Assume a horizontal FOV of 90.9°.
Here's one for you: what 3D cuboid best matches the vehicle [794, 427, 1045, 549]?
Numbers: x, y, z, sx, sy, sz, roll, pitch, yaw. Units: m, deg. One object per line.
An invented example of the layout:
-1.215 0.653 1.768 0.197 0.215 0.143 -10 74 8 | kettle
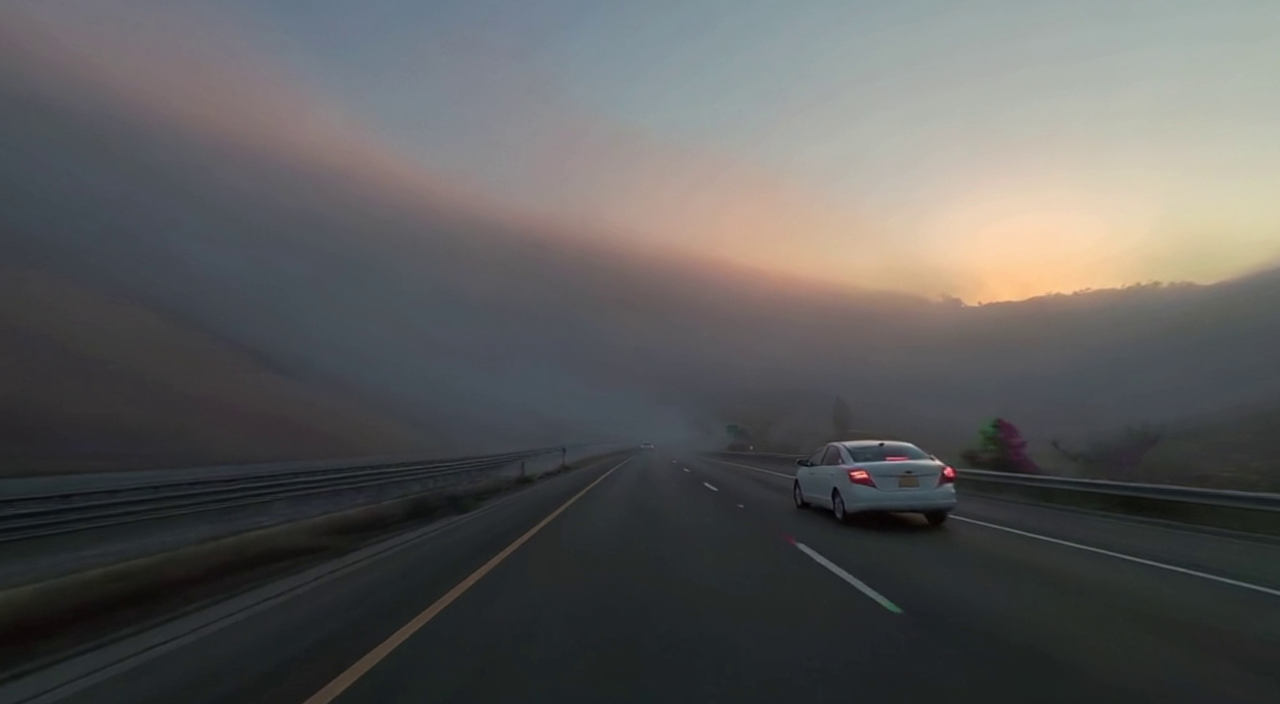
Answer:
4.097 2.056 10.317 1.960 1.516 4.657 0 -8 0 | vehicle
